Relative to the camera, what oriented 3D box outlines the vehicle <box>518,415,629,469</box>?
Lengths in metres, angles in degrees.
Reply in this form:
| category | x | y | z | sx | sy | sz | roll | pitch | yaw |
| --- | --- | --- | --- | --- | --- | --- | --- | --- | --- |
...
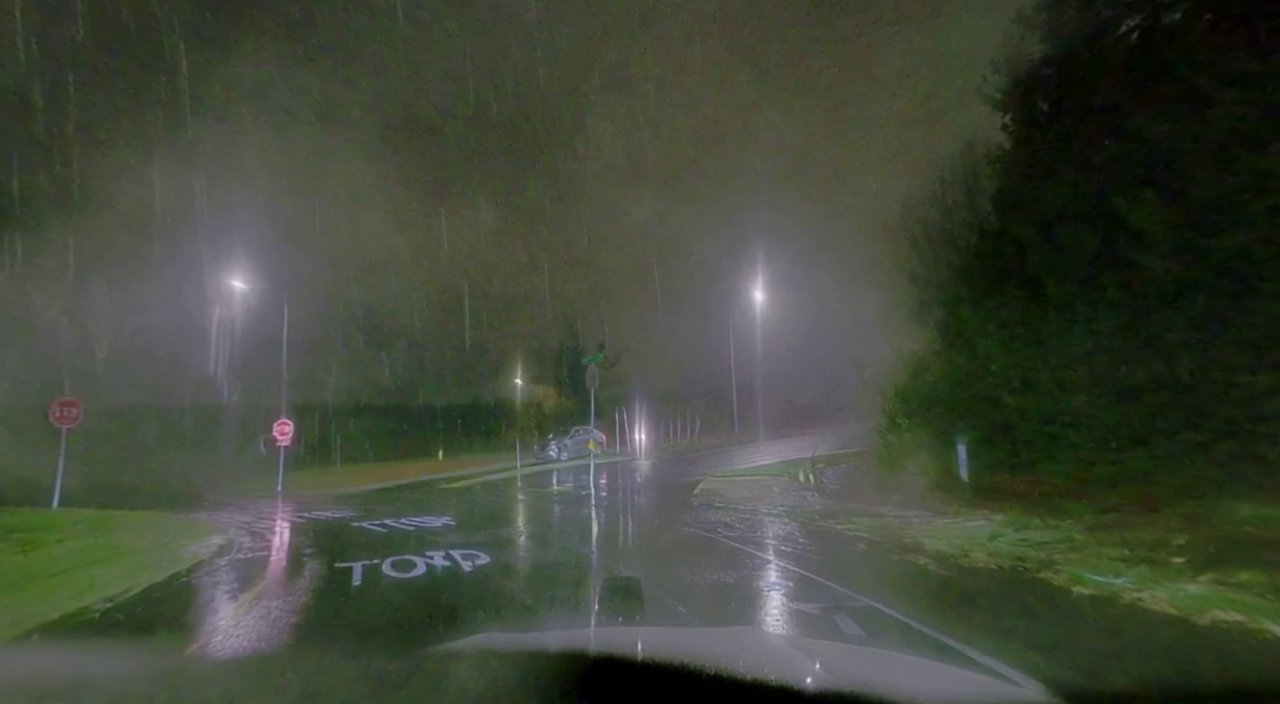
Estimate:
| category | x | y | z | sx | sy | sz | roll | pitch | yaw |
| --- | --- | --- | --- | --- | --- | --- | --- | --- | --- |
| vehicle | -2.732 | 3.770 | 26.606 | 1.914 | 1.574 | 4.403 | -11 | -6 | 41 |
